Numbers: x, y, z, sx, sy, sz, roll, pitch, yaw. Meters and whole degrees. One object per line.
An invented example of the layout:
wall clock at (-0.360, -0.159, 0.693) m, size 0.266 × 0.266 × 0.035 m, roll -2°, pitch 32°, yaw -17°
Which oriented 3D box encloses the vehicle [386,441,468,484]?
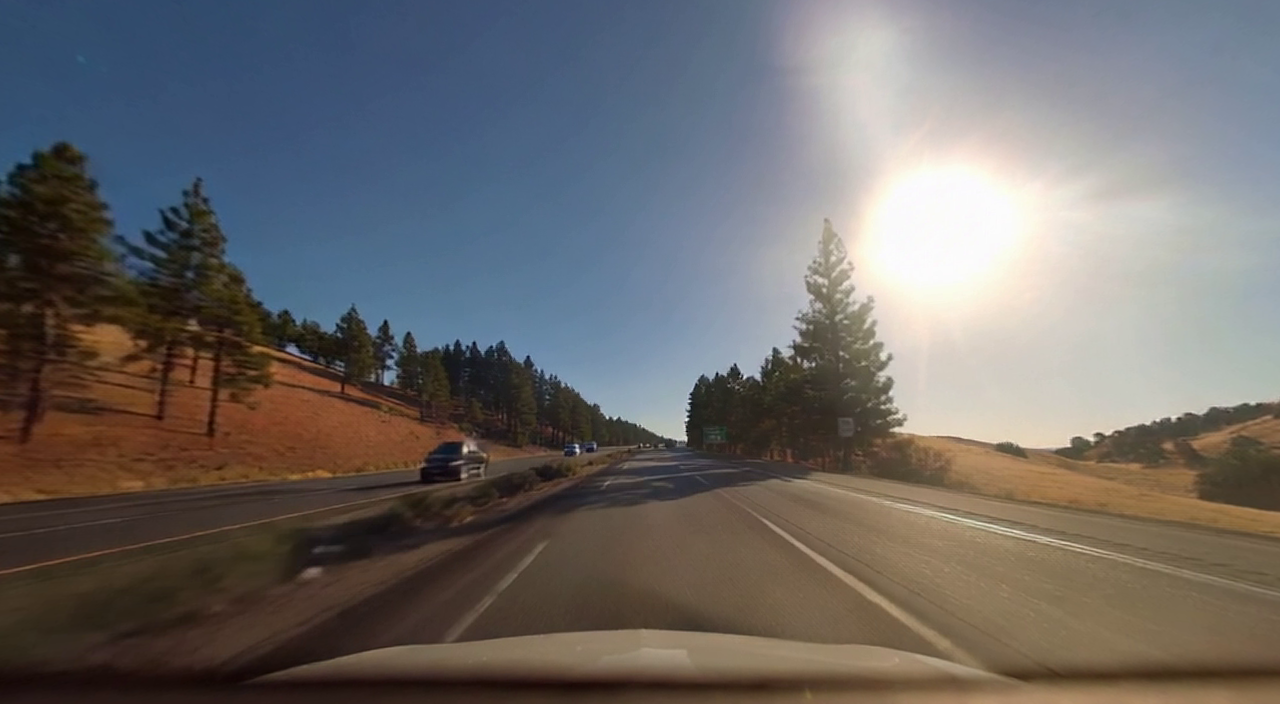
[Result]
vehicle at (-8.912, 4.623, 26.819) m, size 1.951 × 1.654 × 4.345 m, roll 0°, pitch -8°, yaw 1°
